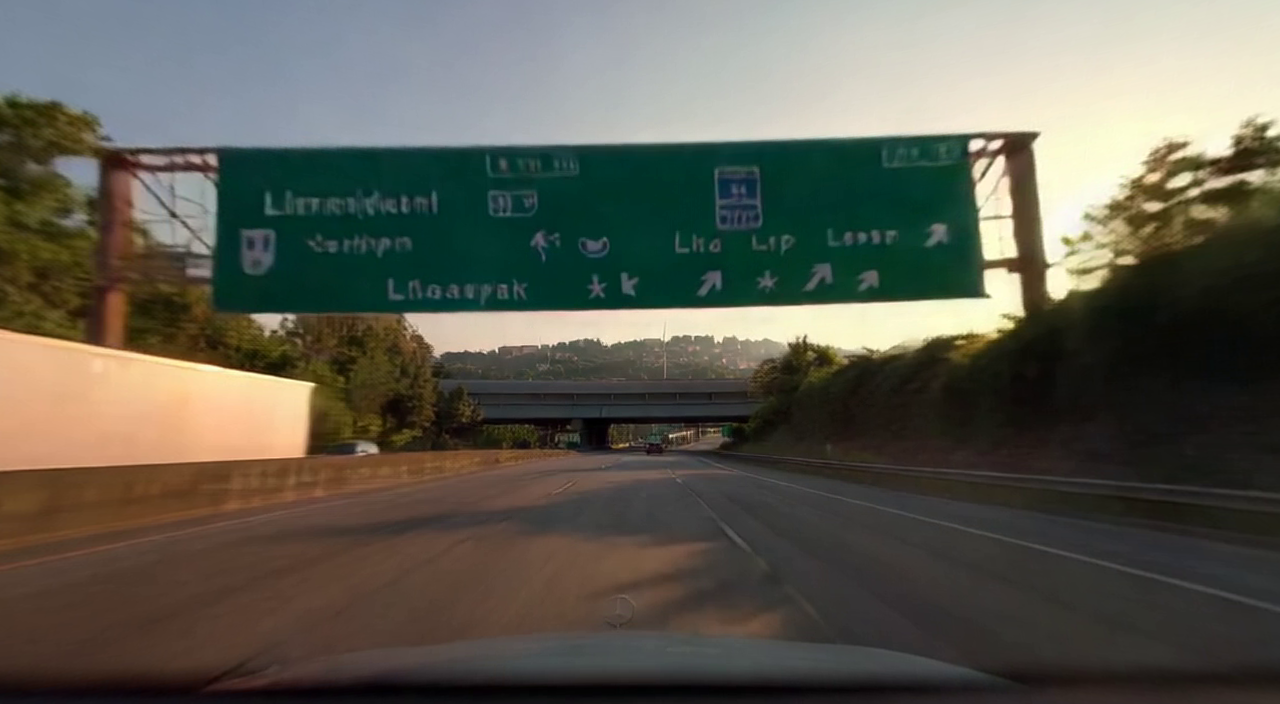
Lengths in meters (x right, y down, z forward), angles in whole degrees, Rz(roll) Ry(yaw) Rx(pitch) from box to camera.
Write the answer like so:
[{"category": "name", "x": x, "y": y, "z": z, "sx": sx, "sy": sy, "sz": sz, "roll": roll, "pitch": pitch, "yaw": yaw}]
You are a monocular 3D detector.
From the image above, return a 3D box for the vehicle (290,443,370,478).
[{"category": "vehicle", "x": -16.729, "y": 5.863, "z": 34.278, "sx": 1.970, "sy": 1.694, "sz": 4.610, "roll": 0, "pitch": -8, "yaw": 1}]
